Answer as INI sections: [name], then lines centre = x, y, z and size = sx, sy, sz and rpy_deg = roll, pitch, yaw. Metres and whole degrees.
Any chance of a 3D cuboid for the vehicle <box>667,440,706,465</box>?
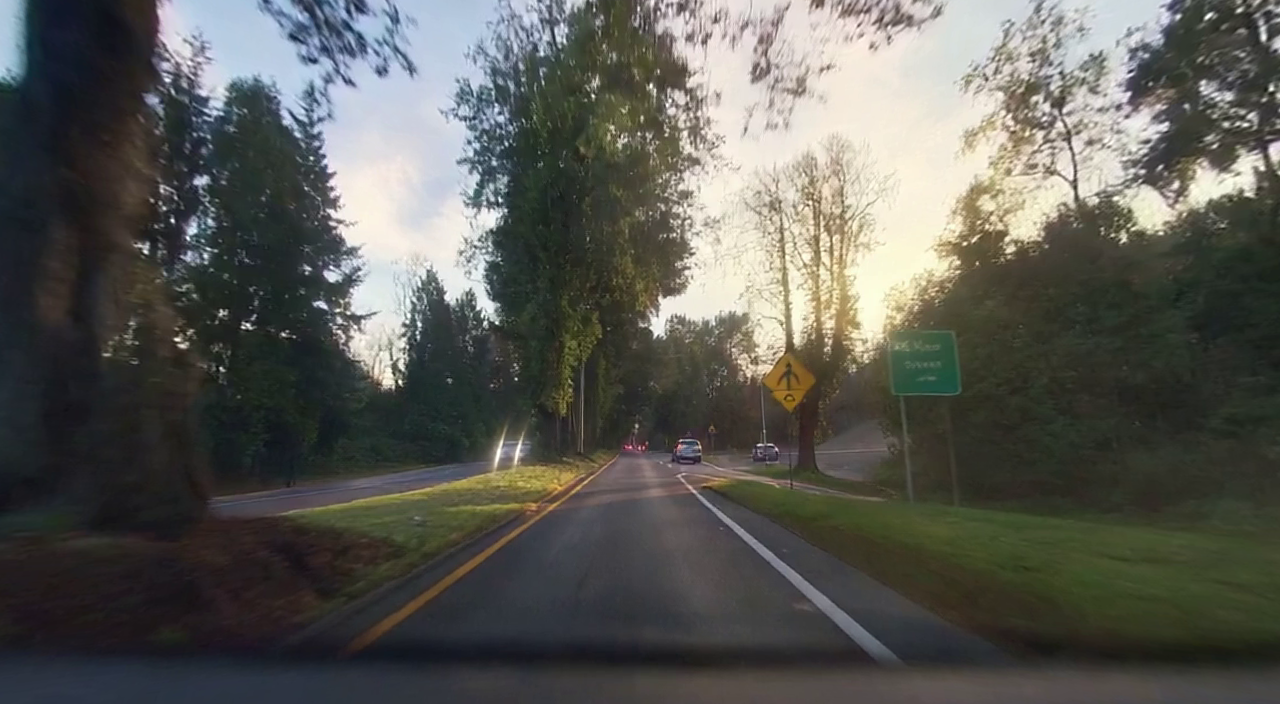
[vehicle]
centre = 3.369, 7.422, 46.582
size = 2.183, 1.744, 4.424
rpy_deg = 0, -9, -4
